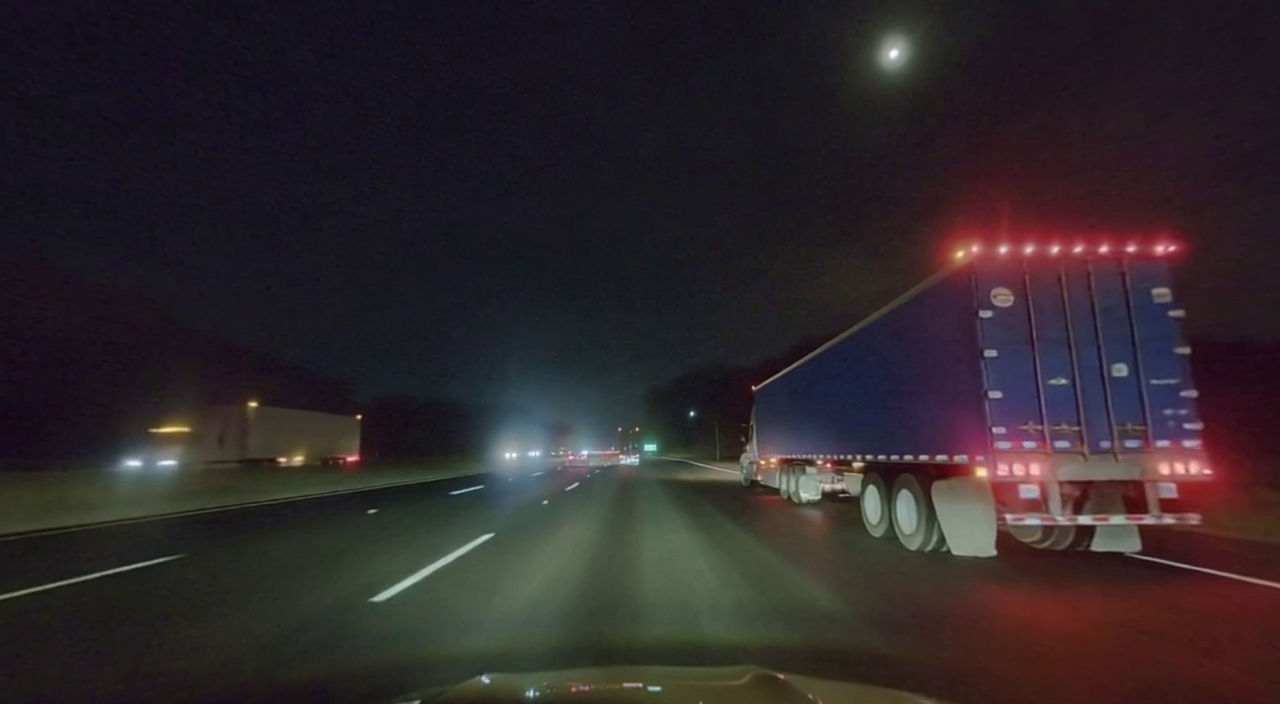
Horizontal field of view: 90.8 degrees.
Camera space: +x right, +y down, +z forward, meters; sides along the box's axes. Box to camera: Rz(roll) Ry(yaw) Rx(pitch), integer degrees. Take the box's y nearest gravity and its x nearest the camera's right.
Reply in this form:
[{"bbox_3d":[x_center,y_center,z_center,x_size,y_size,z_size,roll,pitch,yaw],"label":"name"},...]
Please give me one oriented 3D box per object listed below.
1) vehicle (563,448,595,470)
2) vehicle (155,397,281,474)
[{"bbox_3d":[-4.641,8.276,48.840,2.108,1.573,5.000,0,-9,-1],"label":"vehicle"},{"bbox_3d":[-23.633,4.794,35.778,2.933,3.974,5.928,0,-9,-1],"label":"vehicle"}]
